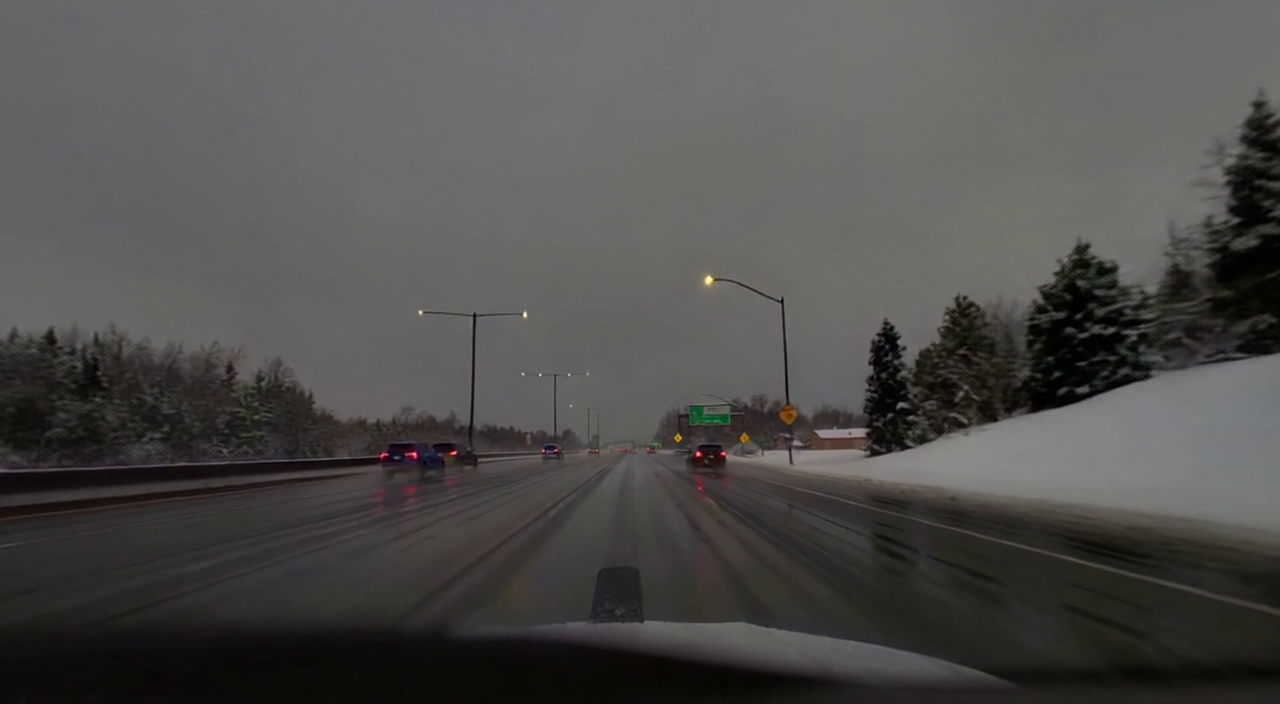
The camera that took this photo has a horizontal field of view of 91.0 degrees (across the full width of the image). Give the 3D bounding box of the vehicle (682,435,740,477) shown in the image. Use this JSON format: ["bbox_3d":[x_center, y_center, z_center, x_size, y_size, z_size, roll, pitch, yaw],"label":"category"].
[{"bbox_3d":[3.379,5.089,30.988,2.184,1.892,4.763,0,-8,-1],"label":"vehicle"}]

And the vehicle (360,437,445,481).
[{"bbox_3d":[-11.087,5.017,29.767,2.137,1.873,4.687,0,-8,0],"label":"vehicle"}]

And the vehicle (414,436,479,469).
[{"bbox_3d":[-14.418,7.568,47.531,2.736,2.262,6.533,0,-8,1],"label":"vehicle"}]
